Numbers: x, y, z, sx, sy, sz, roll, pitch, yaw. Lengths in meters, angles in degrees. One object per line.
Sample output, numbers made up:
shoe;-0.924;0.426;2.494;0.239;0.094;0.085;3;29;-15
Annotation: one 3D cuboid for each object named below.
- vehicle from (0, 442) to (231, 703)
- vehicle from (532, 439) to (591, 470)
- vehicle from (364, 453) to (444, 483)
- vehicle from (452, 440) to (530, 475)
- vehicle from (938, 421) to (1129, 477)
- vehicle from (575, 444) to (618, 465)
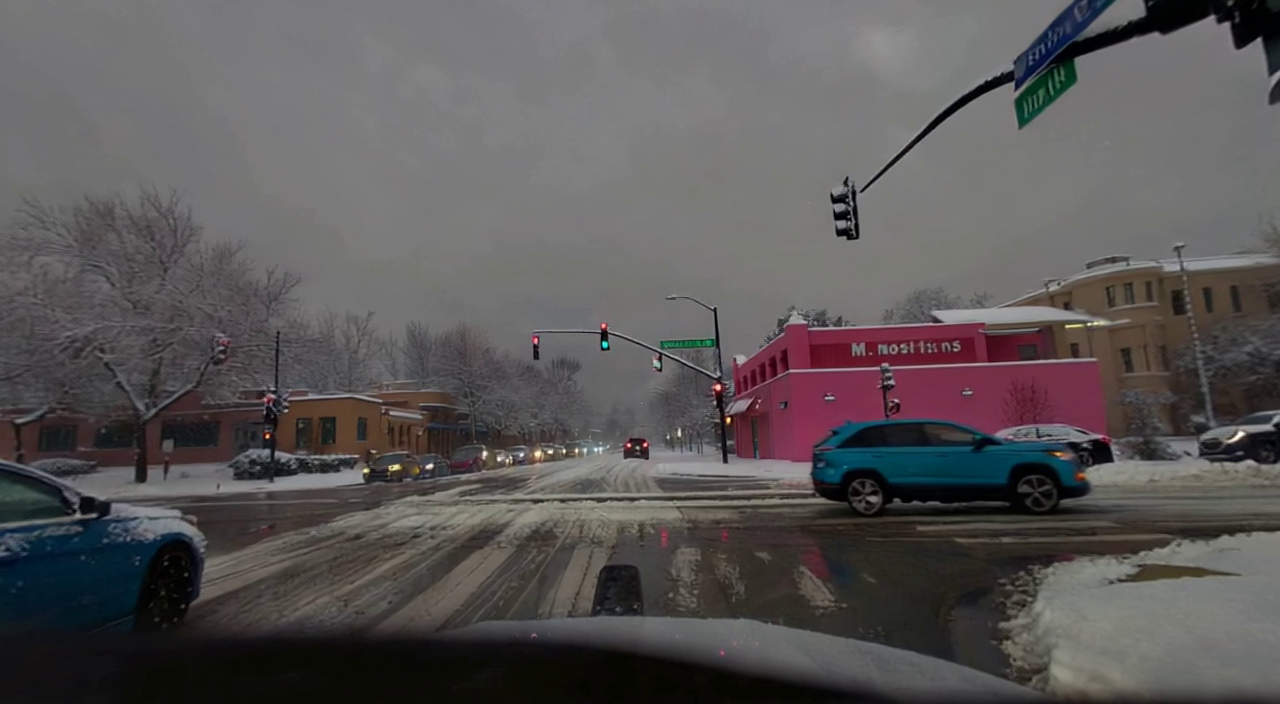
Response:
vehicle;-3.727;0.972;2.166;1.759;1.325;4.295;0;-9;0
vehicle;-4.499;5.976;36.863;1.928;1.647;4.575;-2;-9;13
vehicle;-12.581;6.174;33.874;1.976;1.425;4.567;-1;-9;9
vehicle;-8.390;5.973;36.060;2.152;1.825;5.406;-2;-9;12
vehicle;11.575;2.880;18.803;4.355;1.546;1.820;-1;-9;6
vehicle;-3.009;7.183;44.148;1.743;1.362;4.350;-2;-9;14
